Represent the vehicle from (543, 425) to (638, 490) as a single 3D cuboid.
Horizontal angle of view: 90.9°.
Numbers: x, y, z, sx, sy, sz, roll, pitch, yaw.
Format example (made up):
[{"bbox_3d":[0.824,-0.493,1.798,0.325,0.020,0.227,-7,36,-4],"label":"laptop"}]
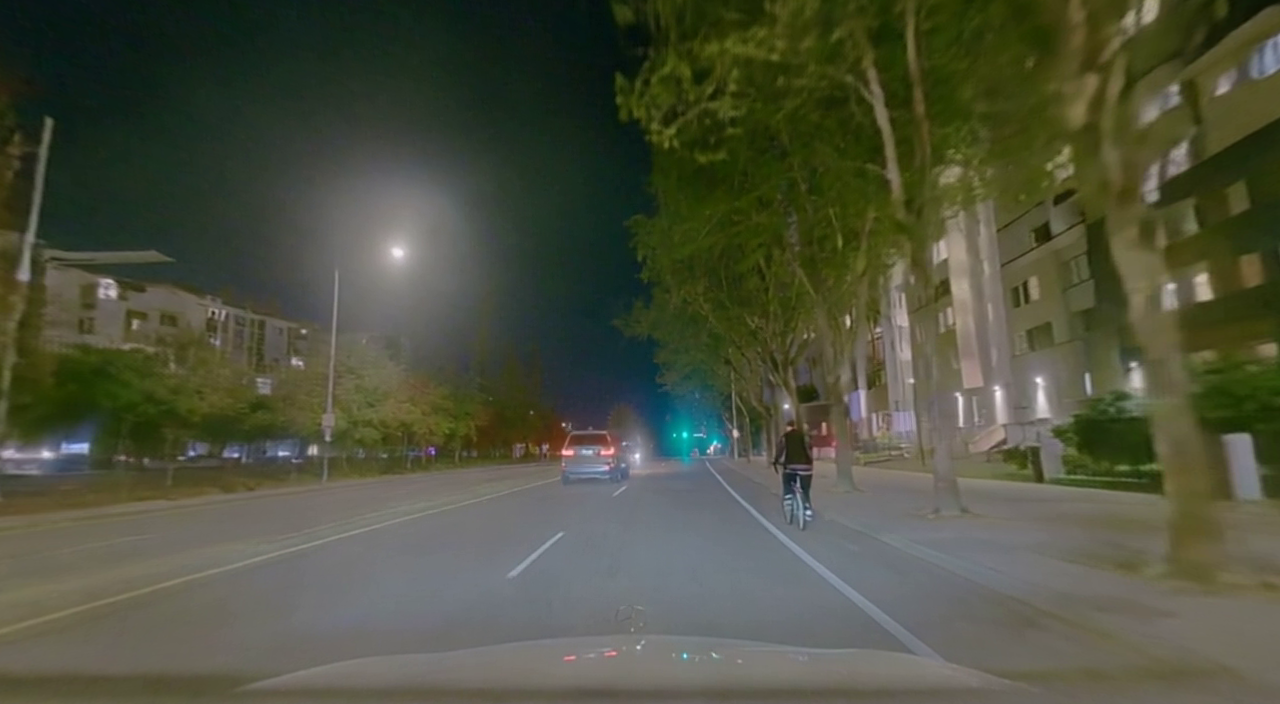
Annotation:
[{"bbox_3d":[-1.461,3.458,20.987,2.294,1.859,5.127,-1,-9,5],"label":"vehicle"}]
